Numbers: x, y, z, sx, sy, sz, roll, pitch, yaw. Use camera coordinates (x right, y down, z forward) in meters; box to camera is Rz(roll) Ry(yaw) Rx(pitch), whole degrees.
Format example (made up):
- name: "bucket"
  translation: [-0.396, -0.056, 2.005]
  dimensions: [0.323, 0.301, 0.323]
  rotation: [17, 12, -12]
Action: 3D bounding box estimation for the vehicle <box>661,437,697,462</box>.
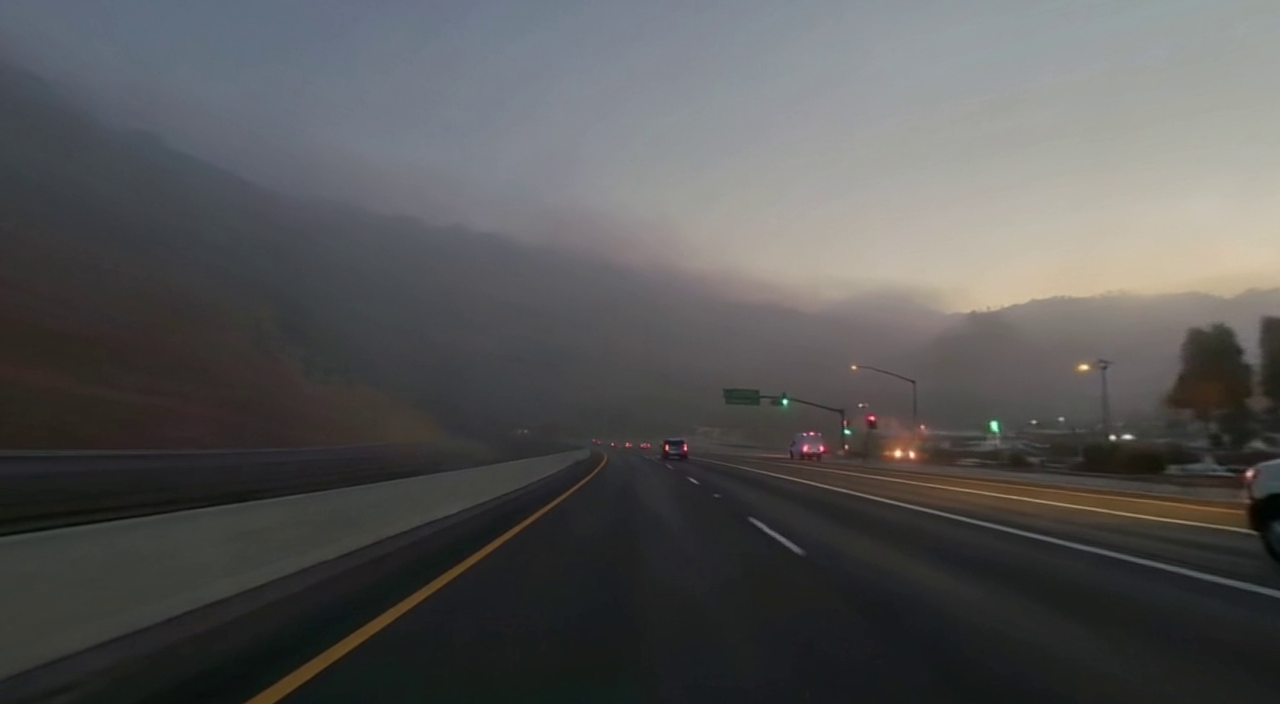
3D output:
- name: "vehicle"
  translation: [2.852, 7.300, 47.362]
  dimensions: [2.210, 1.815, 4.571]
  rotation: [0, -8, -3]
